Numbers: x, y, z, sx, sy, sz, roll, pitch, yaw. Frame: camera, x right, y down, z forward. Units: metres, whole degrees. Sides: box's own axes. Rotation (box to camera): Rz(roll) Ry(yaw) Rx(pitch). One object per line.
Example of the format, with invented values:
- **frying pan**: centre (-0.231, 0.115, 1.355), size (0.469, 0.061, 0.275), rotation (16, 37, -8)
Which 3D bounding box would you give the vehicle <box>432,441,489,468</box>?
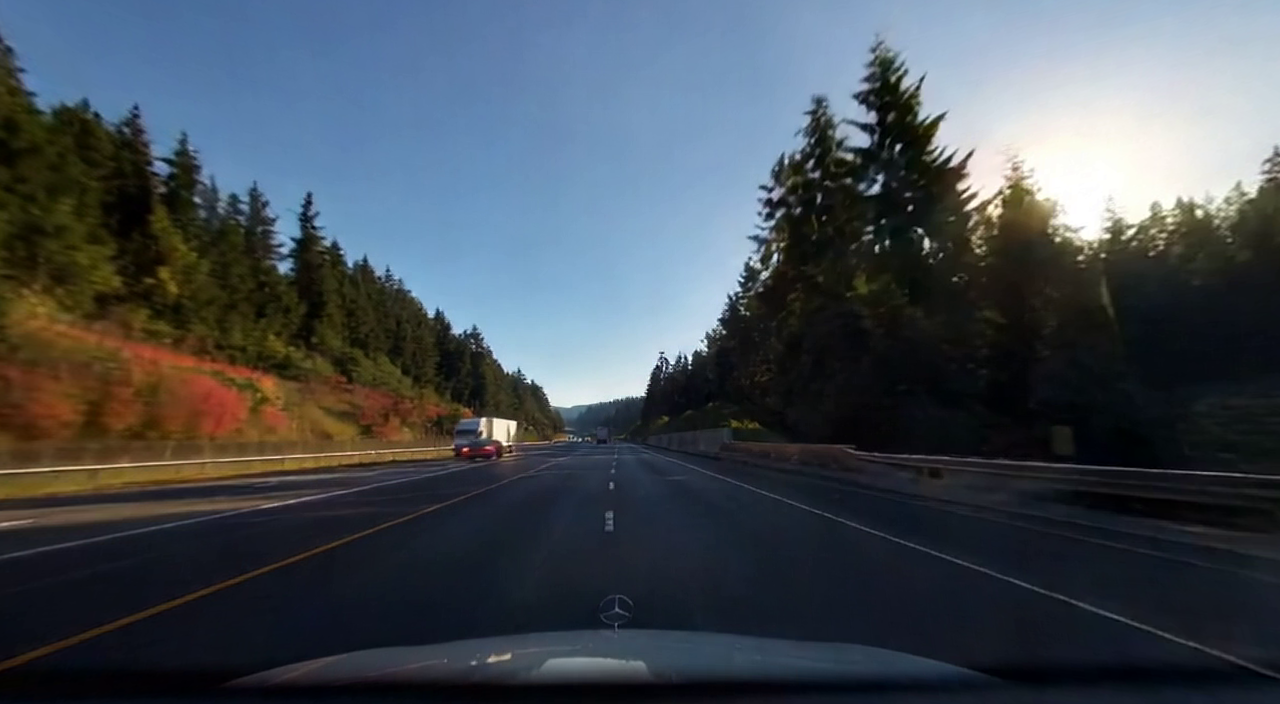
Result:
- **vehicle**: centre (-10.290, 5.896, 36.485), size (2.094, 1.476, 4.661), rotation (0, -8, -2)
